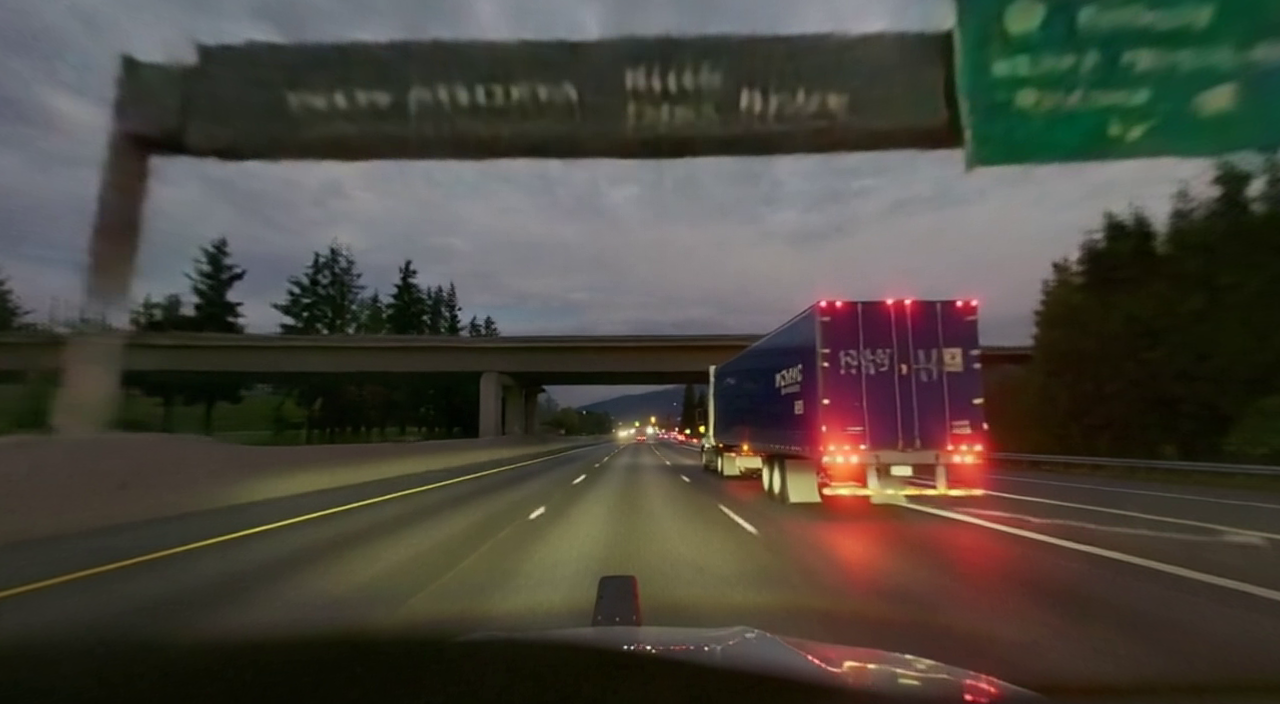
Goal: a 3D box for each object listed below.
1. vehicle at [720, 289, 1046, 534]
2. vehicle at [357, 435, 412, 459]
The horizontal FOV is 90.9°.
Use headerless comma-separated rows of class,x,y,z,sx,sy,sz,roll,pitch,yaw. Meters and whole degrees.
vehicle,4.018,1.514,14.220,2.849,3.391,11.018,0,-8,-1
vehicle,-16.532,6.165,40.950,1.870,1.472,4.021,0,-8,0
